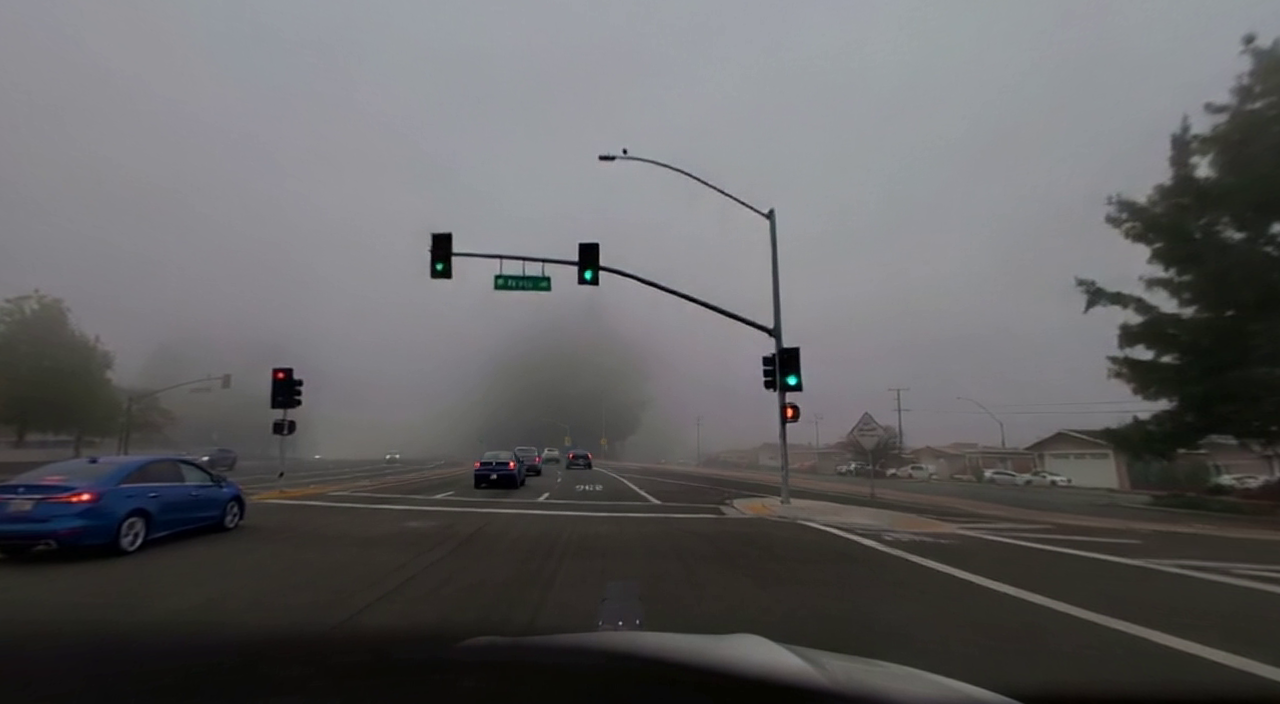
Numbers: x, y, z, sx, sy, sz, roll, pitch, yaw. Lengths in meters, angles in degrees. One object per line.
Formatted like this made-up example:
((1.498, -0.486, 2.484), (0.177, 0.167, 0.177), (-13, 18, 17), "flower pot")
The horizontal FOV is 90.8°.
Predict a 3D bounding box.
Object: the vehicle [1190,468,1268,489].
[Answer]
((45.513, 9.735, 48.832), (4.468, 1.458, 1.757), (1, -8, -5), "vehicle")

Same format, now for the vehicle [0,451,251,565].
((-8.506, 2.349, 10.286), (1.889, 1.429, 4.029), (0, -8, -2), "vehicle")

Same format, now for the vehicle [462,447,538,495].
((-5.150, 4.407, 23.865), (2.098, 1.613, 4.606), (0, -8, -4), "vehicle")

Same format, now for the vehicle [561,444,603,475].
((-4.068, 7.345, 43.587), (2.526, 1.982, 5.294), (1, -9, -9), "vehicle")
